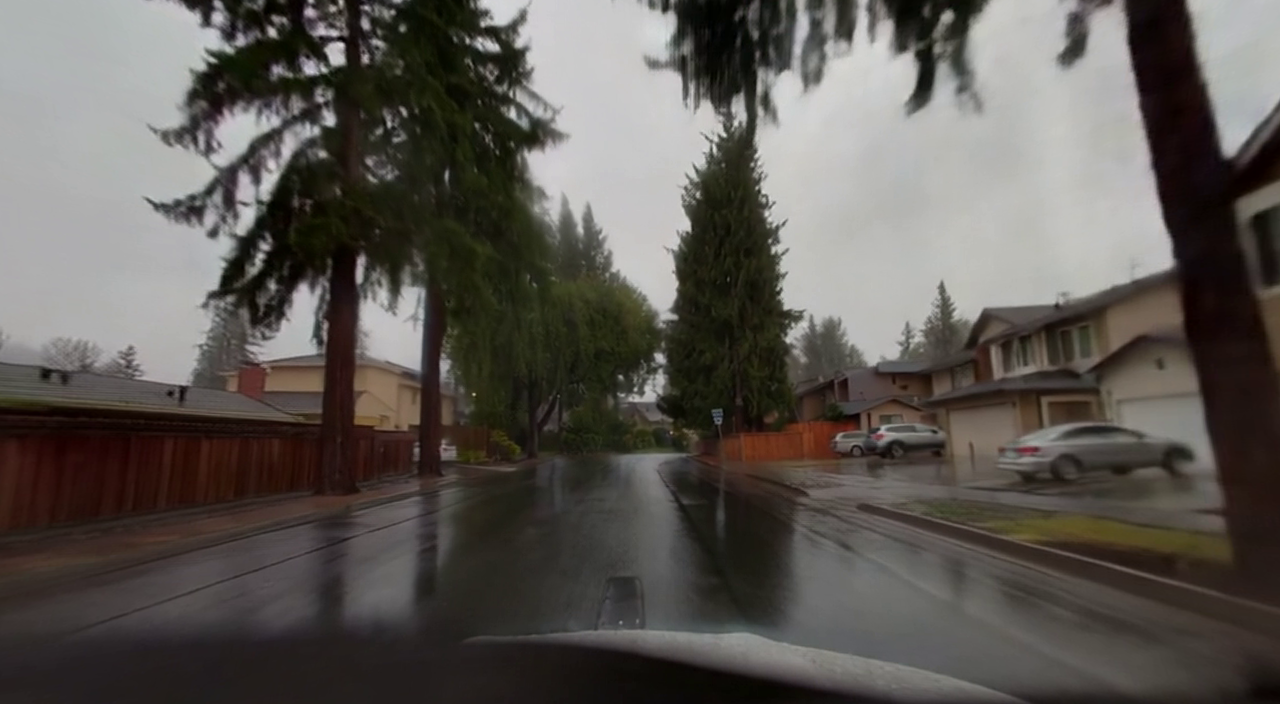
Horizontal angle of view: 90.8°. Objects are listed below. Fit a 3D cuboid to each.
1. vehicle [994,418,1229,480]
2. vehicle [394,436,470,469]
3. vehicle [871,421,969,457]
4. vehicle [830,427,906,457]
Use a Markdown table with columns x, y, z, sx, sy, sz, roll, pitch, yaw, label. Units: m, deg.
| x | y | z | sx | sy | sz | roll | pitch | yaw | label |
| --- | --- | --- | --- | --- | --- | --- | --- | --- | --- |
| 11.740 | 2.456 | 15.990 | 4.415 | 1.457 | 1.797 | 0 | -8 | 1 | vehicle |
| -12.737 | 6.104 | 38.529 | 4.656 | 1.835 | 2.039 | -6 | -11 | 37 | vehicle |
| 14.249 | 4.477 | 32.390 | 4.261 | 1.725 | 1.955 | -2 | -9 | 14 | vehicle |
| 12.871 | 5.117 | 35.875 | 3.780 | 1.601 | 2.025 | -2 | -9 | 13 | vehicle |
